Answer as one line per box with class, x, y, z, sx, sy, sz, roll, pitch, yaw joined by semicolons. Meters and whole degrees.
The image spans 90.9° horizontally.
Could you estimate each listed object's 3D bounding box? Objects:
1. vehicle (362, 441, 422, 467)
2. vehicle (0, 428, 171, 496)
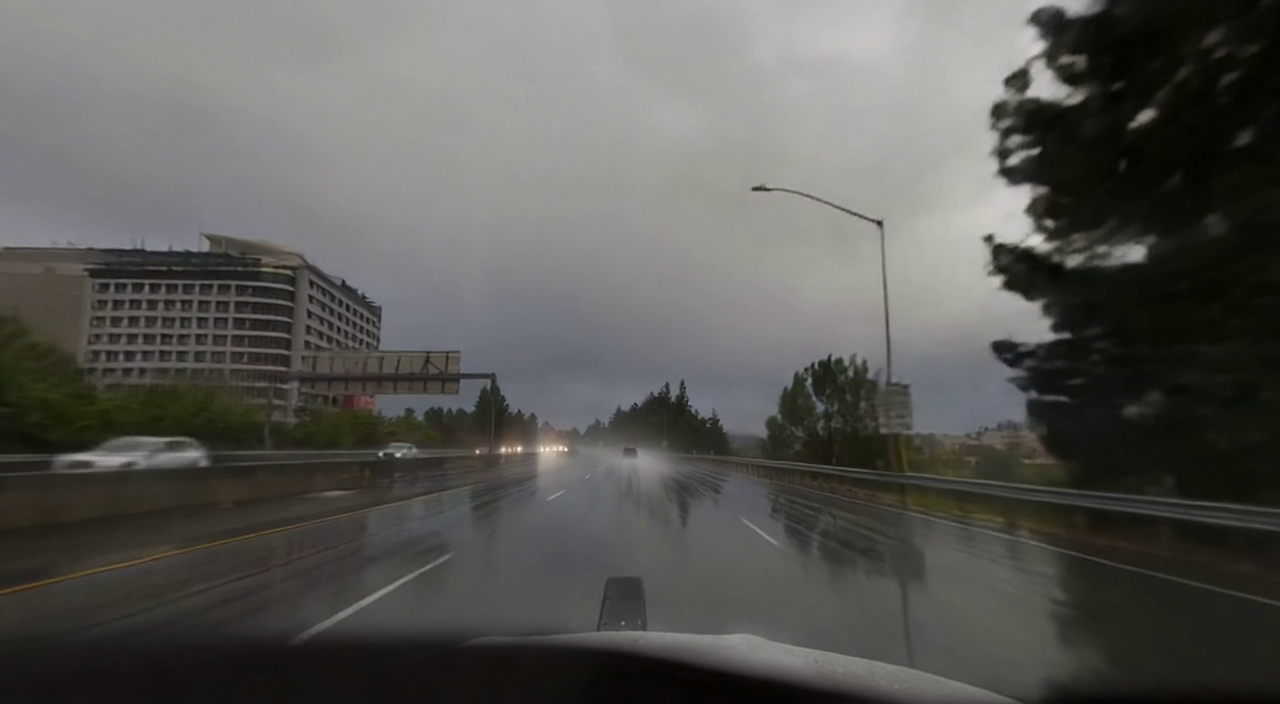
vehicle;-14.740;6.089;37.688;1.878;1.478;4.122;0;-9;0
vehicle;-14.663;2.752;16.068;1.842;1.473;4.625;0;-9;0
